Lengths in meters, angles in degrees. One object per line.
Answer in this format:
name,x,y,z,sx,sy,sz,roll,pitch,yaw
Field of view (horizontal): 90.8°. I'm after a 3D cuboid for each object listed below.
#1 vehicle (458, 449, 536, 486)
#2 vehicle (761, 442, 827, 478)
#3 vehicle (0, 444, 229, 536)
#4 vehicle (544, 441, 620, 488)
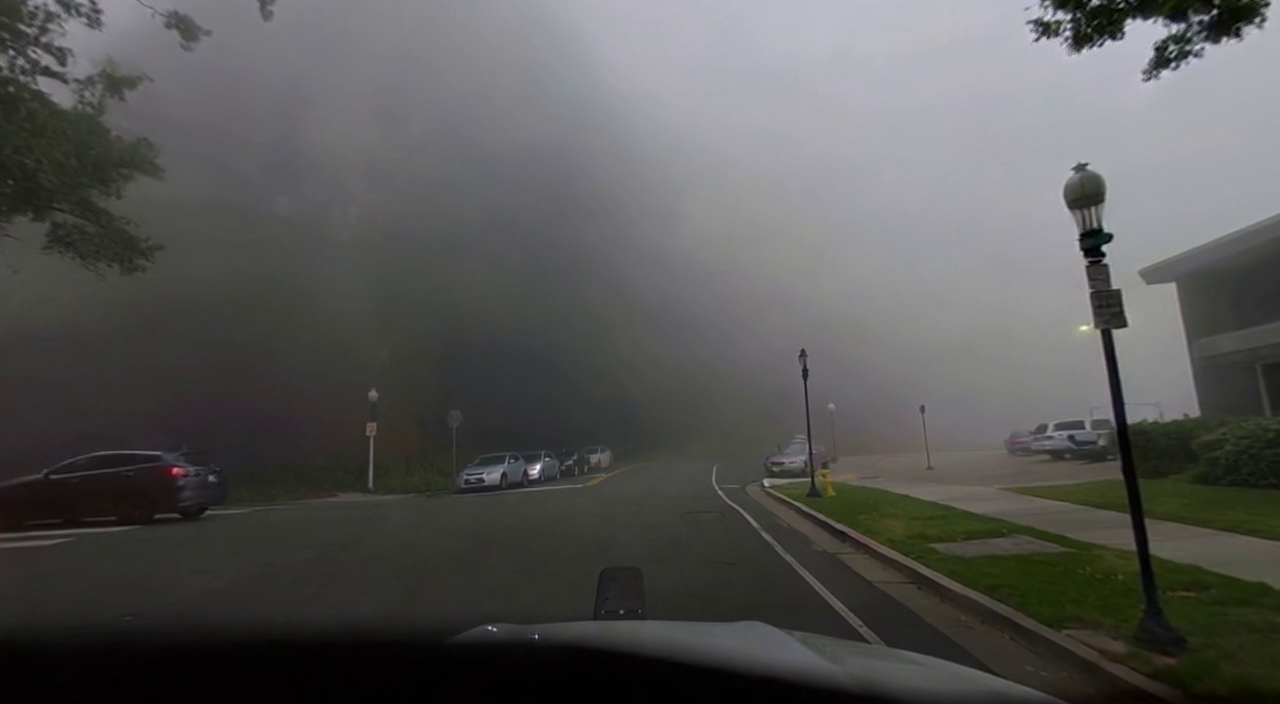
vehicle,-6.056,4.949,27.409,1.968,1.443,4.358,-1,-9,6
vehicle,6.706,4.744,28.014,1.918,1.461,4.419,0,-9,1
vehicle,-10.947,2.663,12.530,4.106,1.620,2.065,0,-9,1
vehicle,-2.138,4.357,24.757,2.110,1.651,4.410,-1,-9,7
